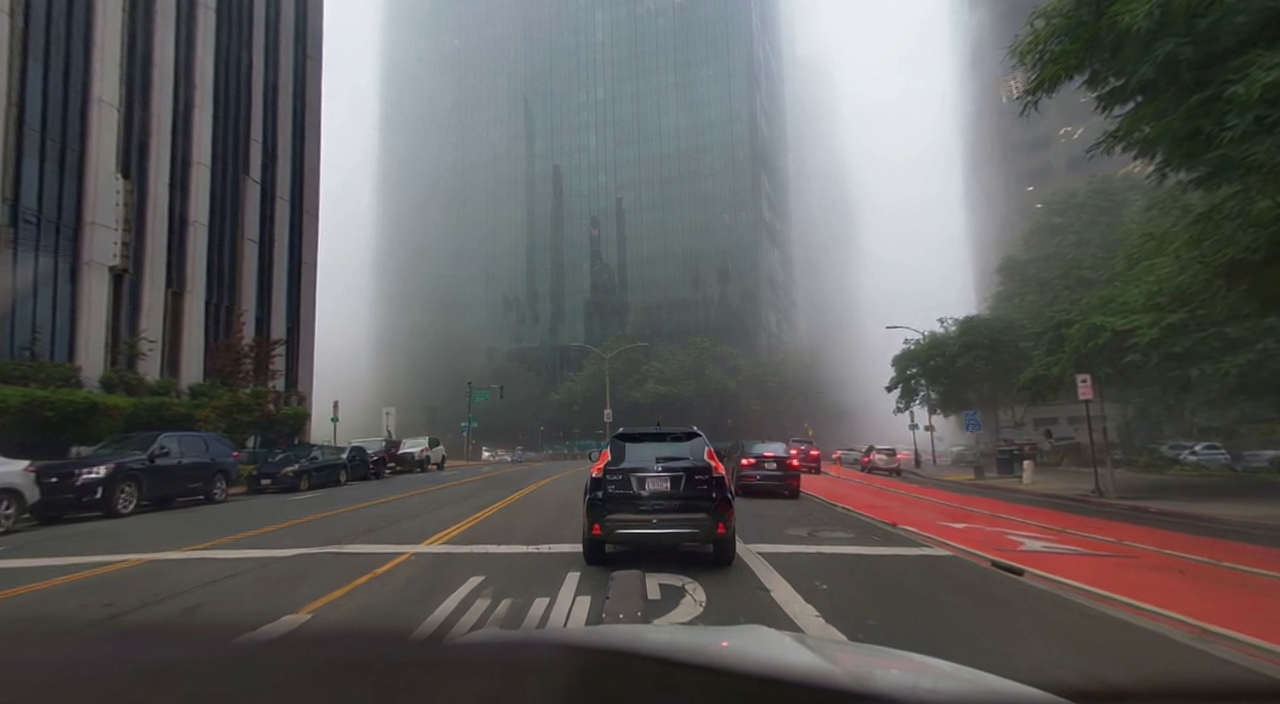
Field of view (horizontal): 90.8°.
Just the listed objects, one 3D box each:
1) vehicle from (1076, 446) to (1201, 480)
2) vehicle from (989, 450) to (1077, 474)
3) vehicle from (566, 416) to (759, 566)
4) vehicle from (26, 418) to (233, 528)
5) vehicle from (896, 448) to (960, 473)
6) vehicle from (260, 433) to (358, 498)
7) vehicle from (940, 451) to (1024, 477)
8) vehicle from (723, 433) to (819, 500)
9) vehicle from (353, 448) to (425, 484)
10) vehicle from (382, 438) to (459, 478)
[{"bbox_3d":[31.209,6.916,39.826,5.890,1.996,2.155,-6,-10,35],"label":"vehicle"},{"bbox_3d":[28.390,7.914,45.749,5.153,1.626,1.895,-6,-10,36],"label":"vehicle"},{"bbox_3d":[0.317,1.897,9.374,2.192,1.695,4.142,0,-8,2],"label":"vehicle"},{"bbox_3d":[-10.334,2.439,13.166,1.543,1.946,3.454,1,-8,-5],"label":"vehicle"},{"bbox_3d":[22.542,8.452,49.527,4.211,1.820,2.094,-6,-10,33],"label":"vehicle"},{"bbox_3d":[-10.960,3.736,21.176,1.559,1.973,3.419,1,-8,-4],"label":"vehicle"},{"bbox_3d":[24.102,7.840,44.611,4.956,1.706,1.822,-6,-10,34],"label":"vehicle"},{"bbox_3d":[3.877,3.473,19.573,2.143,1.793,4.763,0,-8,3],"label":"vehicle"},{"bbox_3d":[-11.219,5.073,28.556,1.791,1.463,4.210,0,-8,-4],"label":"vehicle"},{"bbox_3d":[-11.659,5.645,34.075,2.338,1.963,5.740,0,-8,-3],"label":"vehicle"}]
